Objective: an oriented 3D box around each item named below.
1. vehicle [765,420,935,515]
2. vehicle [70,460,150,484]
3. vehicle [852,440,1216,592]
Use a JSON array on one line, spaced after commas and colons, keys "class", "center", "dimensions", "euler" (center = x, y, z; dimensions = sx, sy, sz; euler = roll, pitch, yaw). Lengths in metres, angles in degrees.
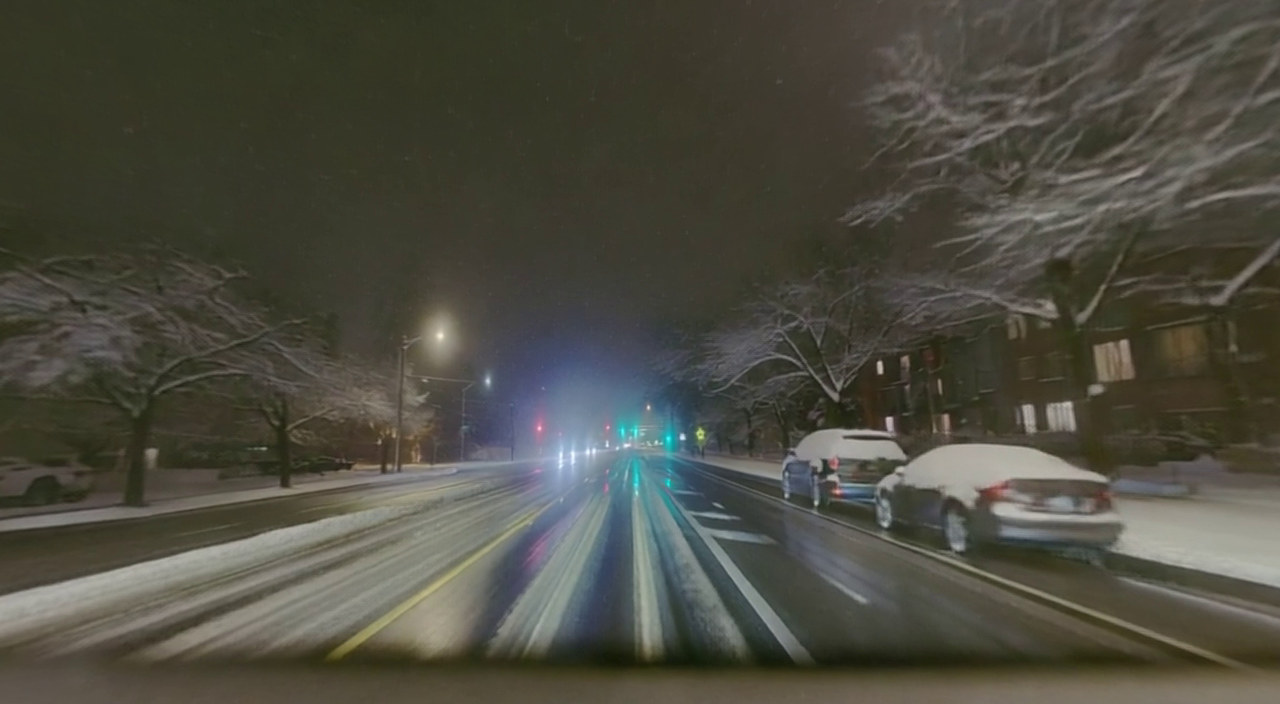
[{"class": "vehicle", "center": [4.632, 2.643, 14.992], "dimensions": [2.115, 1.843, 5.141], "euler": [0, -8, -2]}, {"class": "vehicle", "center": [-36.017, 8.134, 43.093], "dimensions": [3.854, 1.476, 1.842], "euler": [5, -10, -32]}, {"class": "vehicle", "center": [4.497, 1.885, 8.220], "dimensions": [1.935, 1.433, 4.241], "euler": [0, -8, -1]}]
